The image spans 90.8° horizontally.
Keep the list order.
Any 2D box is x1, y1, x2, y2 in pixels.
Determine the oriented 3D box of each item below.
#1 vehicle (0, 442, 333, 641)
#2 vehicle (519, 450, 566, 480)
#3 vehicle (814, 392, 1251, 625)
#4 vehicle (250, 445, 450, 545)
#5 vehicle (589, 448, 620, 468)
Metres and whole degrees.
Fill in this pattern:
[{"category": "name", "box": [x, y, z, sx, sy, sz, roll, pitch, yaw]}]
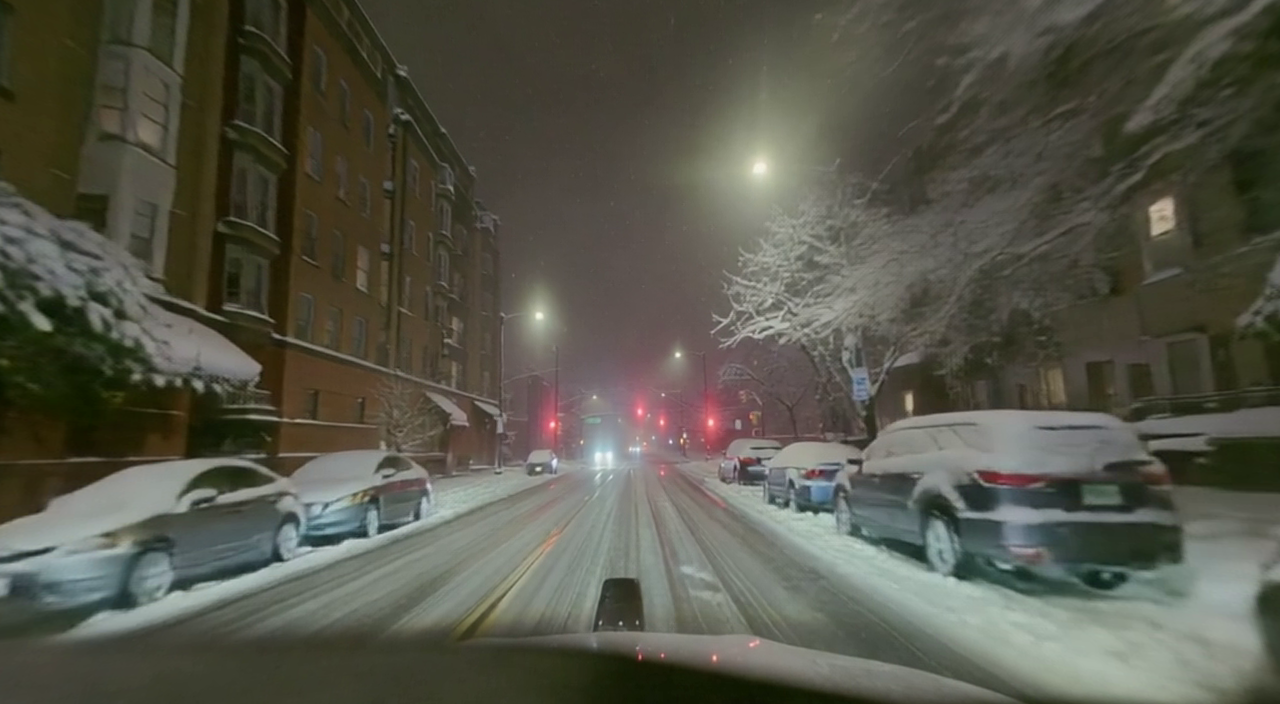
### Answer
[{"category": "vehicle", "box": [-5.841, 2.066, 7.846, 1.929, 1.681, 4.216, -5, -8, 0]}, {"category": "vehicle", "box": [-5.770, 6.737, 37.952, 1.947, 1.473, 4.397, -5, -9, 1]}, {"category": "vehicle", "box": [3.939, 1.663, 7.915, 2.093, 1.857, 5.414, 1, -8, 1]}, {"category": "vehicle", "box": [-5.951, 2.938, 13.765, 2.142, 1.775, 4.428, 0, -8, 2]}, {"category": "vehicle", "box": [-2.669, 8.073, 48.256, 2.029, 1.438, 4.313, 0, -8, 0]}]
